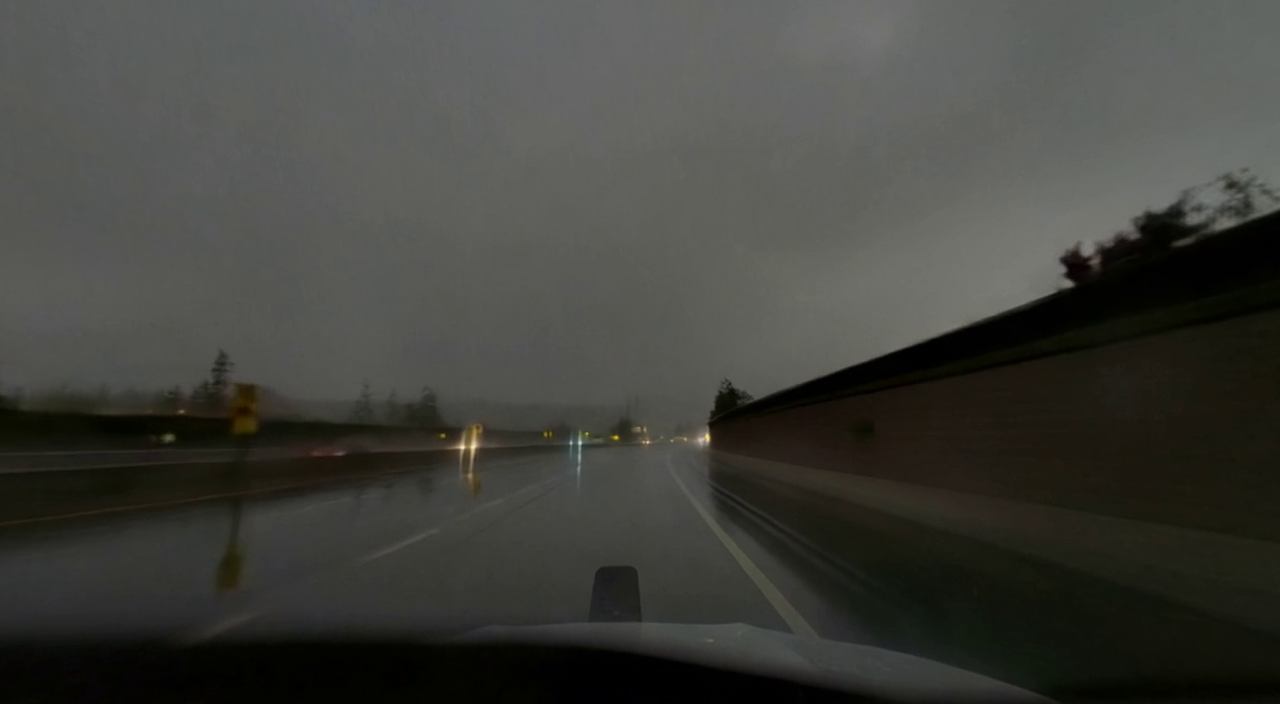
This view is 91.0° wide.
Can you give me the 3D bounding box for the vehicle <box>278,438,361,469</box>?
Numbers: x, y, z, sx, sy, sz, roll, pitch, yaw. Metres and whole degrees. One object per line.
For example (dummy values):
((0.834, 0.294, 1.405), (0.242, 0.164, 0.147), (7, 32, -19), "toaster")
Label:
((-17.091, 5.413, 33.829), (1.992, 1.547, 4.627), (0, -8, 1), "vehicle")
